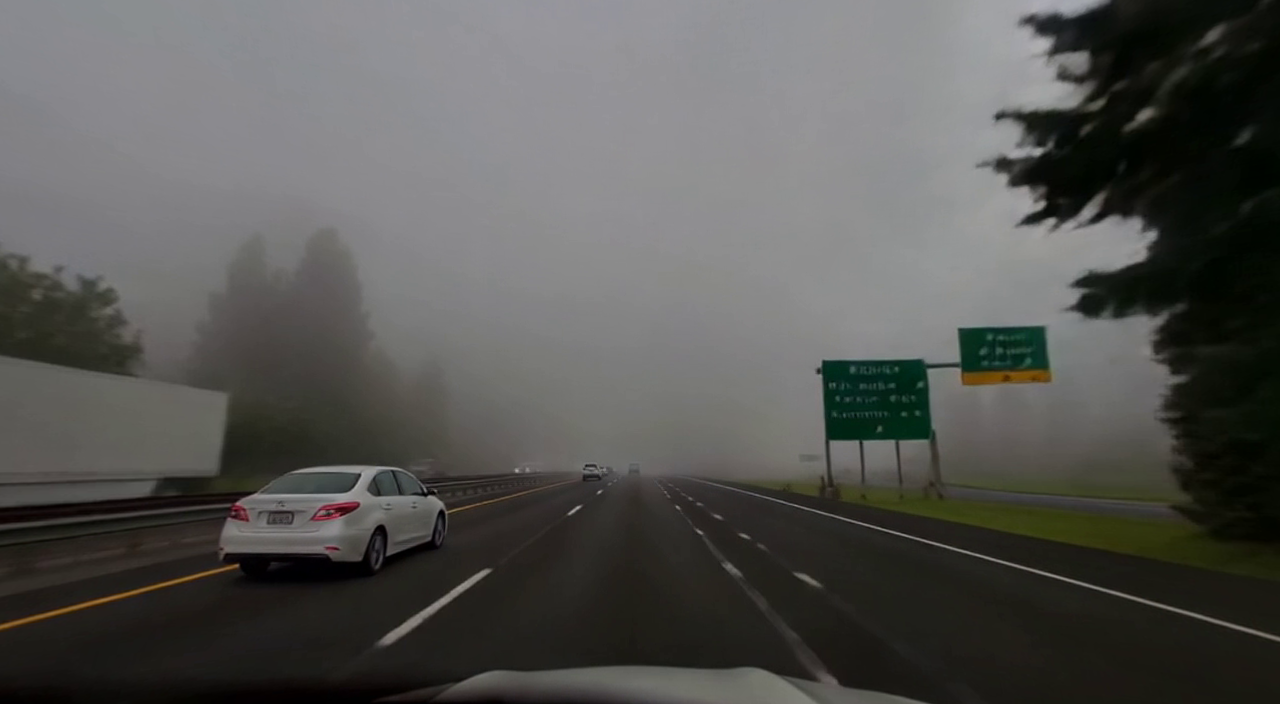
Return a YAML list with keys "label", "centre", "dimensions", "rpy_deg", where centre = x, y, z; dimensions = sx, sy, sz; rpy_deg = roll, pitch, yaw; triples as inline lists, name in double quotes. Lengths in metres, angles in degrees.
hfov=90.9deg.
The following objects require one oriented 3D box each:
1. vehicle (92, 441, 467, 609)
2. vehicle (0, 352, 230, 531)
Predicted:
- label: "vehicle"
  centre: [-3.814, 1.956, 7.875]
  dimensions: [1.998, 1.427, 4.462]
  rpy_deg: [1, -11, 0]
- label: "vehicle"
  centre: [-16.244, 2.171, 15.153]
  dimensions: [3.270, 4.015, 14.199]
  rpy_deg: [1, -11, 0]
